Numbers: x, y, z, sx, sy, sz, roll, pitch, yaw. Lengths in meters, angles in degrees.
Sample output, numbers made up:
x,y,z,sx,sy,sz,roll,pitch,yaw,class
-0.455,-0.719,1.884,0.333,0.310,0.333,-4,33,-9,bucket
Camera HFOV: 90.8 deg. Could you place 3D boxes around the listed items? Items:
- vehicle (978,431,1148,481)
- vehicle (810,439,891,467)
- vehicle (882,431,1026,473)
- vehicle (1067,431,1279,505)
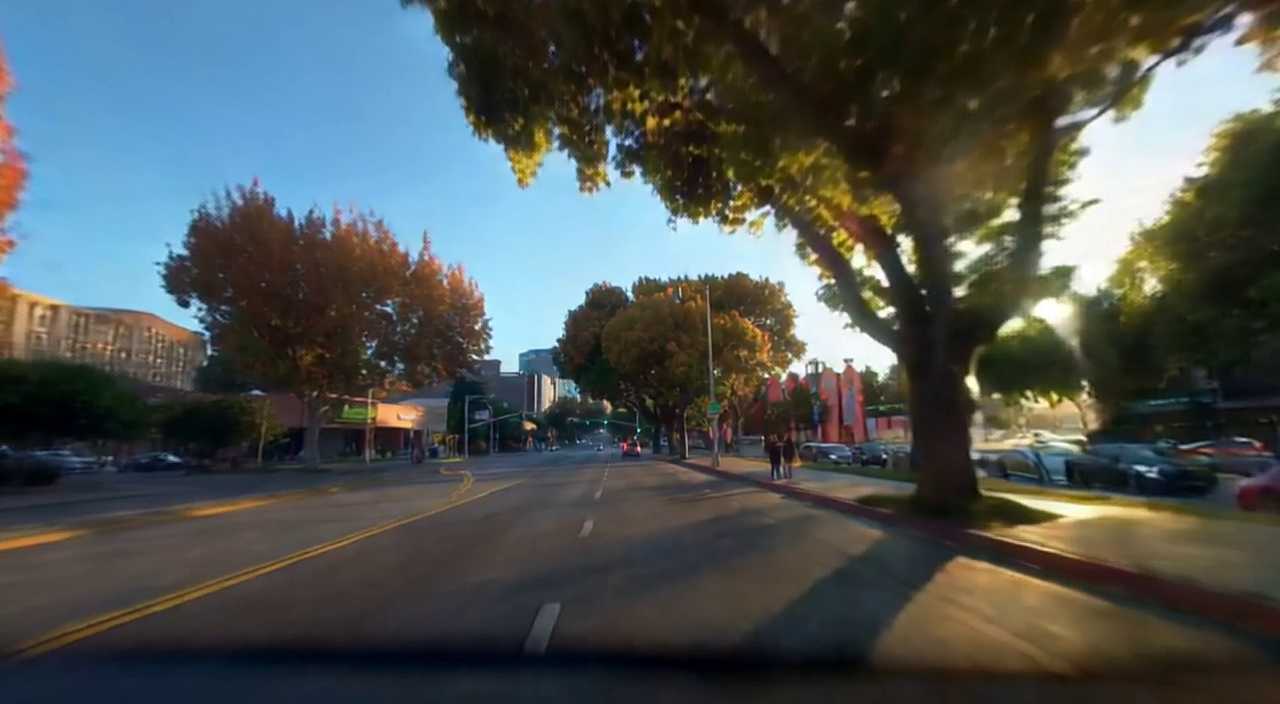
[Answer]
x,y,z,sx,sy,sz,roll,pitch,yaw,class
13.855,3.426,20.904,4.228,1.548,1.881,0,-9,-1,vehicle
13.383,6.439,40.311,4.395,1.497,1.975,-3,-8,-2,vehicle
13.027,4.165,26.457,4.769,1.636,2.281,0,-9,-2,vehicle
13.727,2.841,15.870,4.538,1.433,2.023,-3,-7,-3,vehicle
